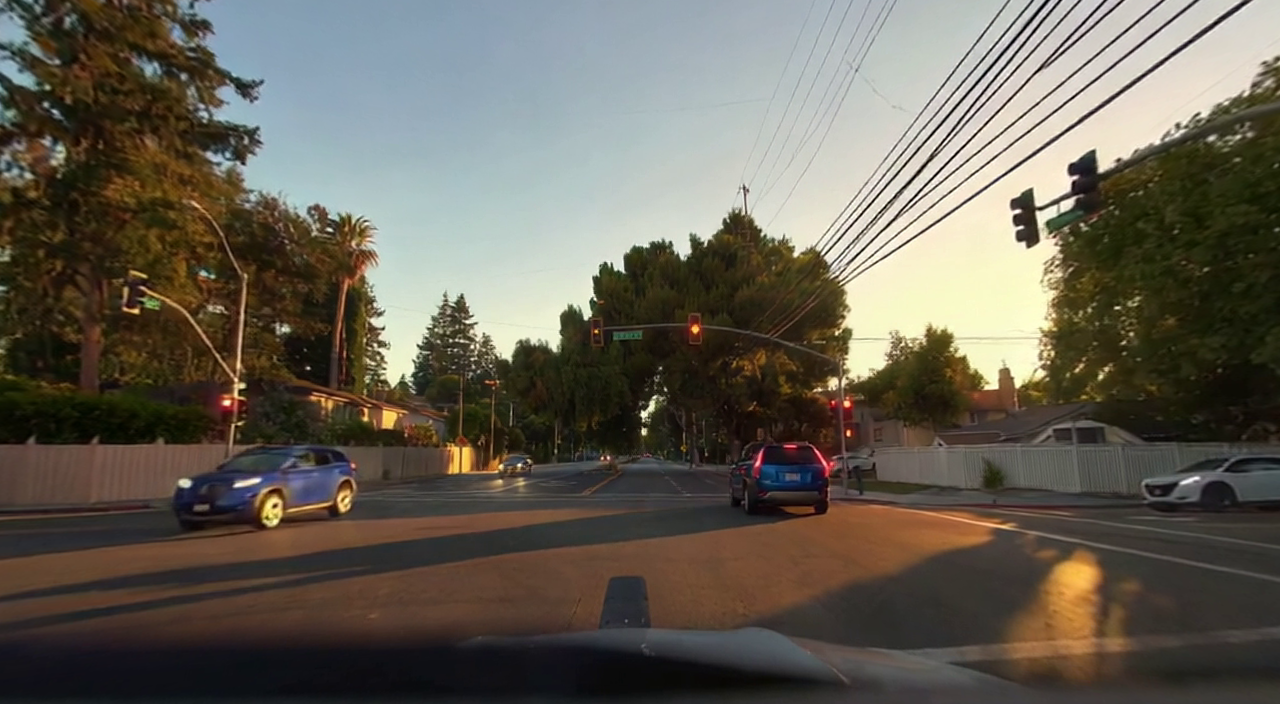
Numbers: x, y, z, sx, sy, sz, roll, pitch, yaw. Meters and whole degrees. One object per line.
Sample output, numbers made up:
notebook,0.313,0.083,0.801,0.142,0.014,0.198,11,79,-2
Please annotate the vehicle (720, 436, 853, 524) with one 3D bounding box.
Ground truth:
vehicle,3.437,3.101,15.920,2.144,1.843,4.827,0,-9,0

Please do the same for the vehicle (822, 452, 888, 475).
vehicle,15.586,8.099,45.857,4.135,1.558,1.929,0,-8,3

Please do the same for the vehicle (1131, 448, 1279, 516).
vehicle,16.127,3.344,16.530,4.596,1.637,2.172,0,-9,0

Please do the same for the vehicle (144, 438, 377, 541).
vehicle,-7.224,2.624,12.679,1.981,1.689,4.233,0,-9,1
